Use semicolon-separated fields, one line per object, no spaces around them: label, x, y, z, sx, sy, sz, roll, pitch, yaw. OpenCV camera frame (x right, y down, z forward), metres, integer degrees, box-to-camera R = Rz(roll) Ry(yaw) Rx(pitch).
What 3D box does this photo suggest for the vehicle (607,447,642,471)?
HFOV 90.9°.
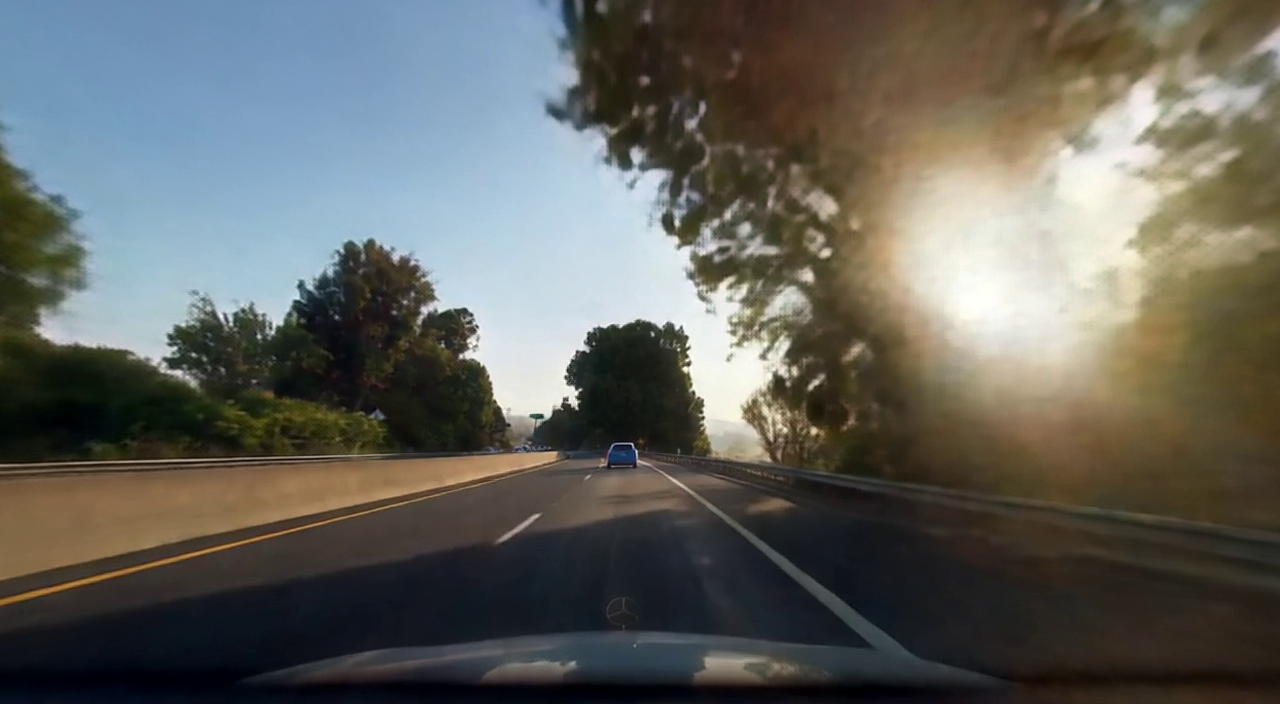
vehicle;-0.997;6.853;40.514;2.126;1.411;4.433;0;-9;-1
